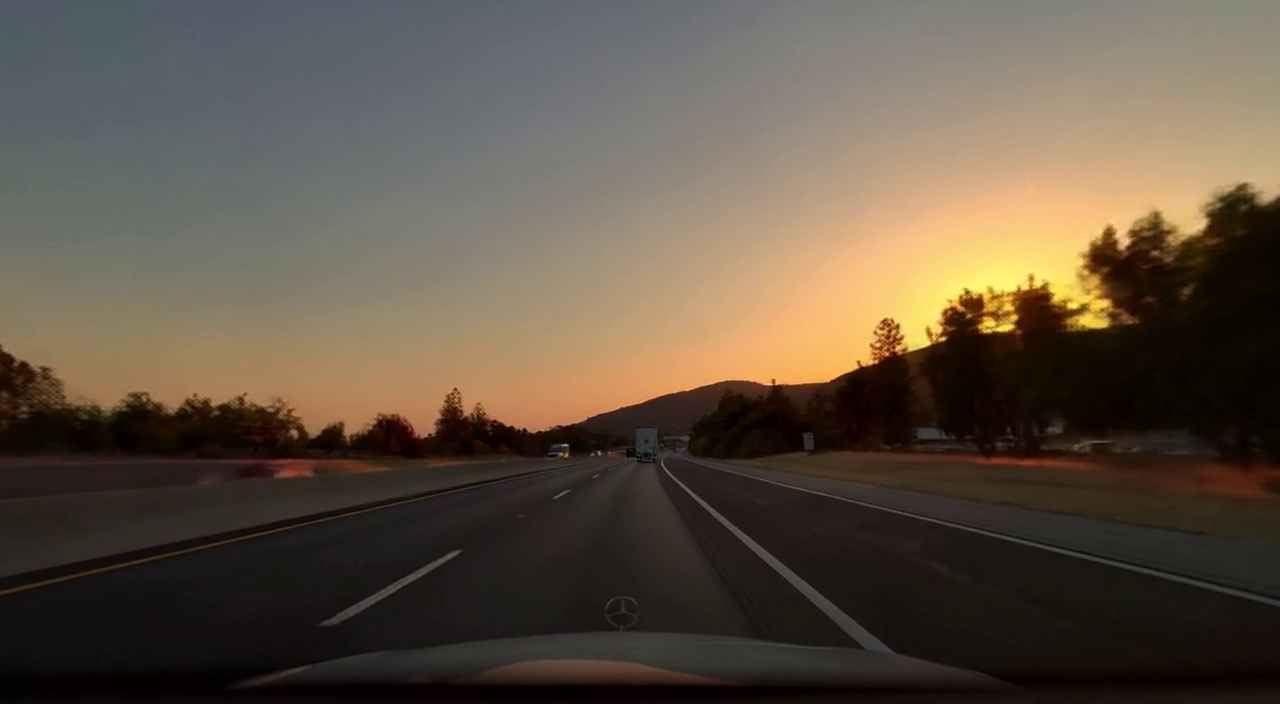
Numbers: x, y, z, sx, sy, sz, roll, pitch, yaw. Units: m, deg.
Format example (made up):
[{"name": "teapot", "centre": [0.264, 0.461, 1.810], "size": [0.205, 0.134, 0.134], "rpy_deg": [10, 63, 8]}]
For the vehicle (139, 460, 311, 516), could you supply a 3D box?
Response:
[{"name": "vehicle", "centre": [-12.937, 4.238, 20.196], "size": [2.086, 1.456, 5.044], "rpy_deg": [0, -9, 0]}]
